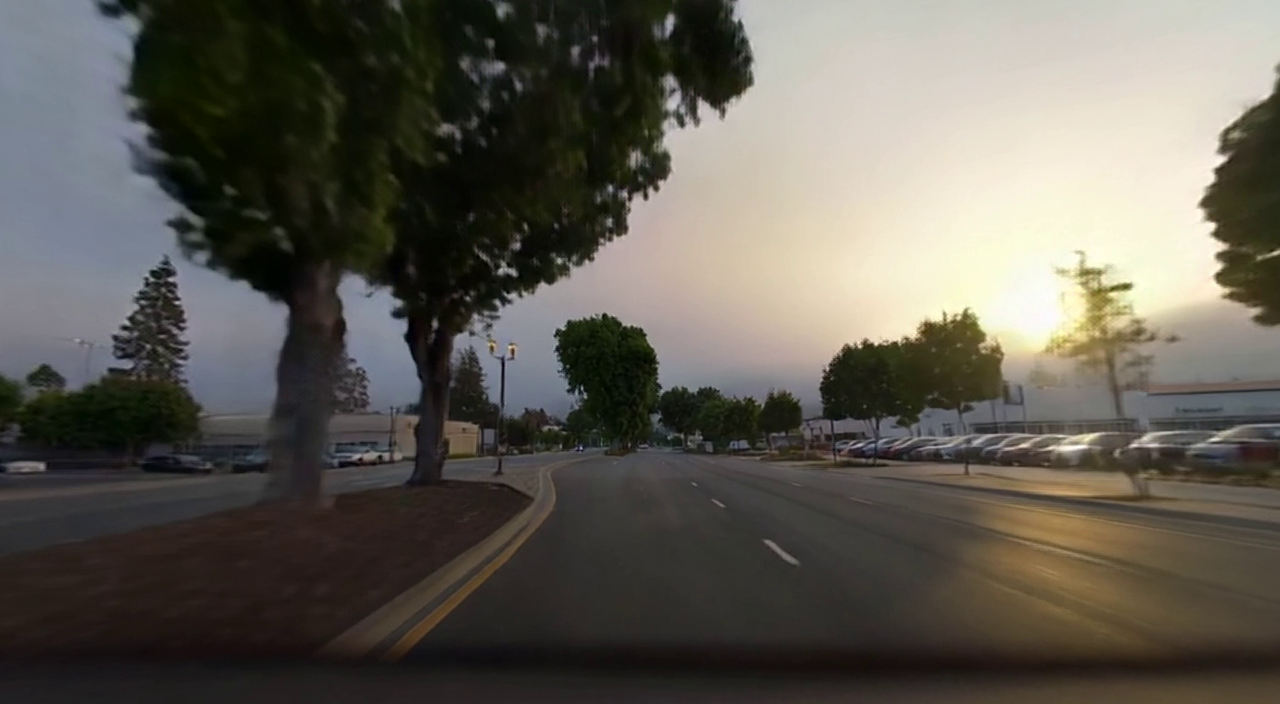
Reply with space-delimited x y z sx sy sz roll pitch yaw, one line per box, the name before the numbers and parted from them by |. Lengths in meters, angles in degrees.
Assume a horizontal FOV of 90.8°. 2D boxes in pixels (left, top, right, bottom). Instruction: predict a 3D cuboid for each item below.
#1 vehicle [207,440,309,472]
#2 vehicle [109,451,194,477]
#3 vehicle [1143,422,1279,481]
vehicle | -25.465 6.937 42.218 5.442 1.851 2.152 -3 -9 1
vehicle | -31.274 7.128 40.611 1.863 1.525 4.518 0 -9 0
vehicle | 20.142 3.248 20.697 5.392 1.820 2.247 0 -9 -1
